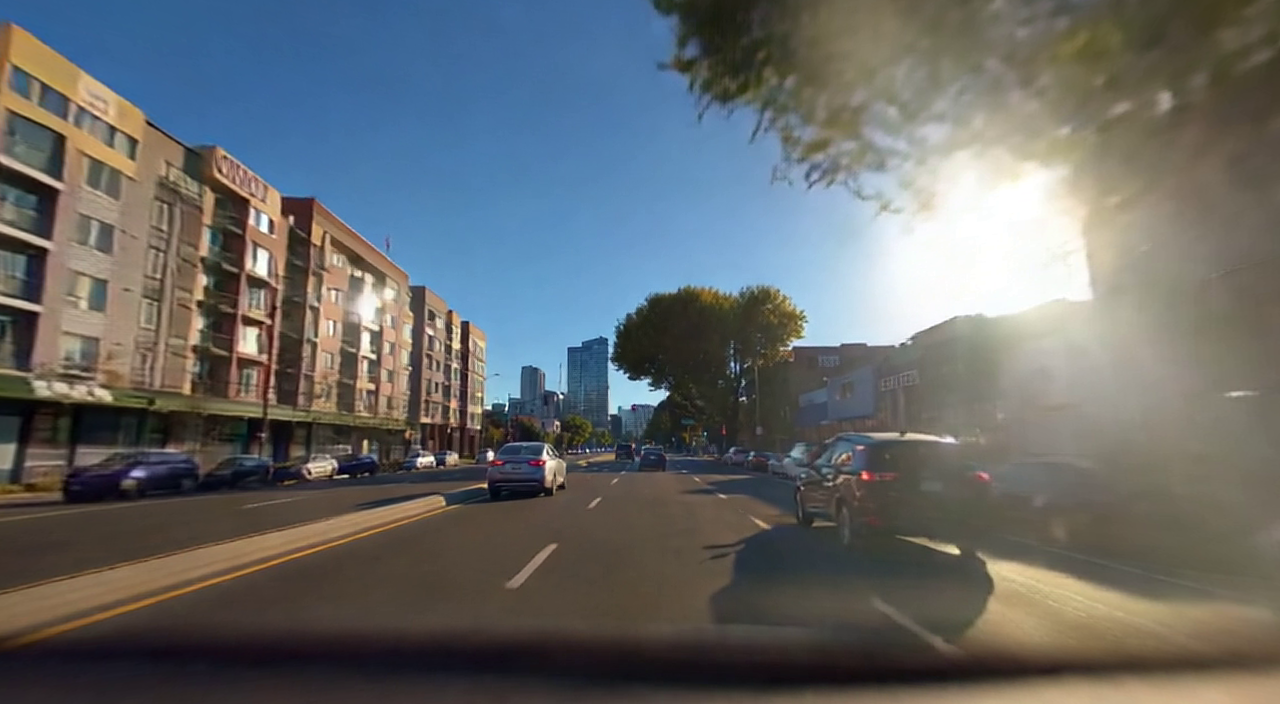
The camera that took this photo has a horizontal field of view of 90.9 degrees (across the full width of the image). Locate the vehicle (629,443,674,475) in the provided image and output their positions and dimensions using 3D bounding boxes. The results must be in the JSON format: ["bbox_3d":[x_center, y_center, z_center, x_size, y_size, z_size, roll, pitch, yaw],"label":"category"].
[{"bbox_3d":[0.538,5.310,31.468,2.103,1.468,4.094,0,-8,0],"label":"vehicle"}]

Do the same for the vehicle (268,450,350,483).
[{"bbox_3d":[-16.825,5.797,32.285,1.854,1.466,4.377,-2,-8,0],"label":"vehicle"}]

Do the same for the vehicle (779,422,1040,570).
[{"bbox_3d":[3.443,1.901,9.042,1.987,1.637,3.896,0,-8,0],"label":"vehicle"}]

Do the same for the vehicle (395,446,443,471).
[{"bbox_3d":[-16.591,7.984,47.503,2.001,1.760,4.329,-2,-9,1],"label":"vehicle"}]

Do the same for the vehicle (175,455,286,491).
[{"bbox_3d":[-16.869,4.976,26.267,1.668,1.298,4.337,0,-8,1],"label":"vehicle"}]

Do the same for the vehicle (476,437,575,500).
[{"bbox_3d":[-3.001,3.139,17.382,1.860,1.510,4.073,0,-8,1],"label":"vehicle"}]

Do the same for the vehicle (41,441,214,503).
[{"bbox_3d":[-16.880,3.913,21.166,2.089,1.756,4.486,-2,-8,-1],"label":"vehicle"}]

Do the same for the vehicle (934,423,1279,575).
[{"bbox_3d":[7.089,2.141,10.216,2.061,1.773,5.476,0,-8,1],"label":"vehicle"}]

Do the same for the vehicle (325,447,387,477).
[{"bbox_3d":[-16.729,6.463,37.377,1.825,1.560,4.109,-2,-8,-1],"label":"vehicle"}]
